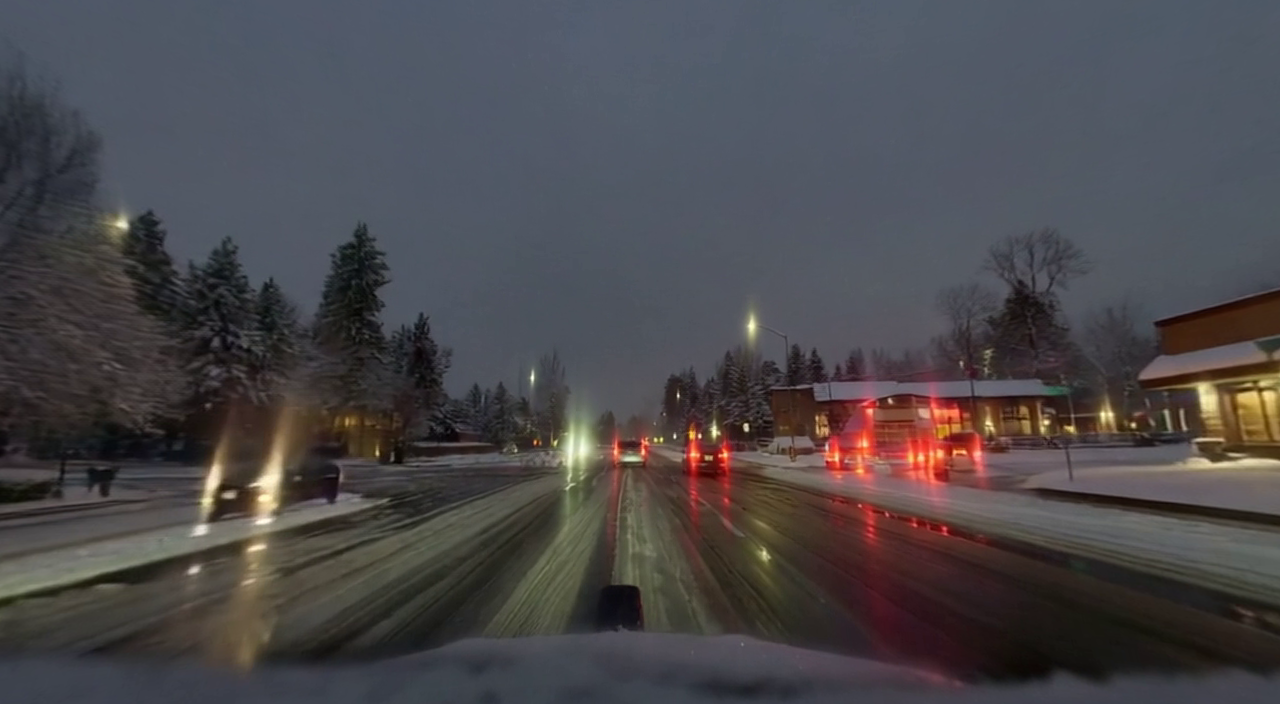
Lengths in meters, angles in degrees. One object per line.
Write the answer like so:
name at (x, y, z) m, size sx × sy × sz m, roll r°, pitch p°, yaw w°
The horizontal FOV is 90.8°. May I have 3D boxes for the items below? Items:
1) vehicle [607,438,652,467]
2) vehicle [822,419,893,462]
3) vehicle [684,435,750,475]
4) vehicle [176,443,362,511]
vehicle at (-0.510, 5.353, 33.828) m, size 2.242 × 1.474 × 4.127 m, roll 0°, pitch -8°, yaw 0°
vehicle at (13.248, 5.428, 38.717) m, size 3.340 × 2.479 × 2.547 m, roll 0°, pitch -8°, yaw -2°
vehicle at (3.065, 4.210, 26.076) m, size 2.057 × 1.491 × 4.675 m, roll 0°, pitch -8°, yaw -1°
vehicle at (-9.536, 3.207, 16.823) m, size 2.140 × 1.549 × 4.590 m, roll 0°, pitch -8°, yaw 0°
